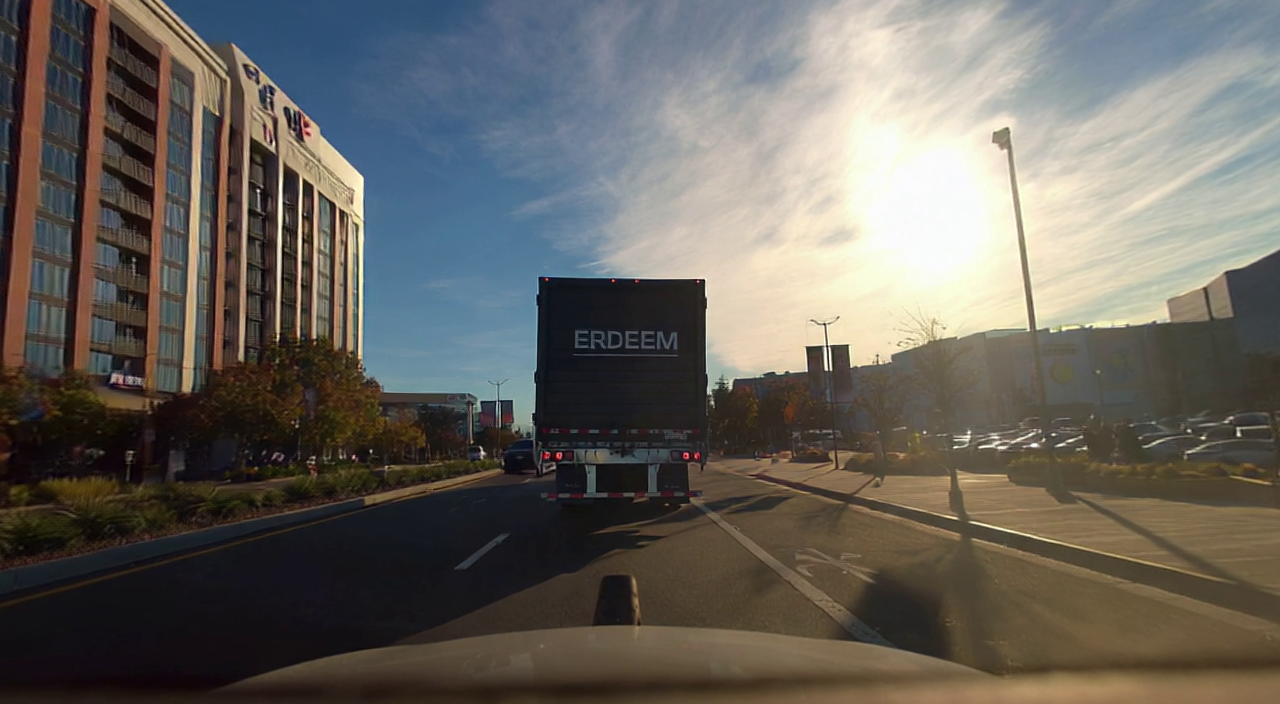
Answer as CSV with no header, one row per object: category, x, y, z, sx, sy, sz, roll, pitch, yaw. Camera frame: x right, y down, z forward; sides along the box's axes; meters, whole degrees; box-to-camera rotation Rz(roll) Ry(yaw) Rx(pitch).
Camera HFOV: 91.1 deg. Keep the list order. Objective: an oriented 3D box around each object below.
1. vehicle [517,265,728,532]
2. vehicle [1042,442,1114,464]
vehicle,-0.199,1.223,13.438,2.876,3.724,9.351,0,-8,1
vehicle,31.386,7.214,45.149,1.652,1.423,3.797,5,-9,-35
